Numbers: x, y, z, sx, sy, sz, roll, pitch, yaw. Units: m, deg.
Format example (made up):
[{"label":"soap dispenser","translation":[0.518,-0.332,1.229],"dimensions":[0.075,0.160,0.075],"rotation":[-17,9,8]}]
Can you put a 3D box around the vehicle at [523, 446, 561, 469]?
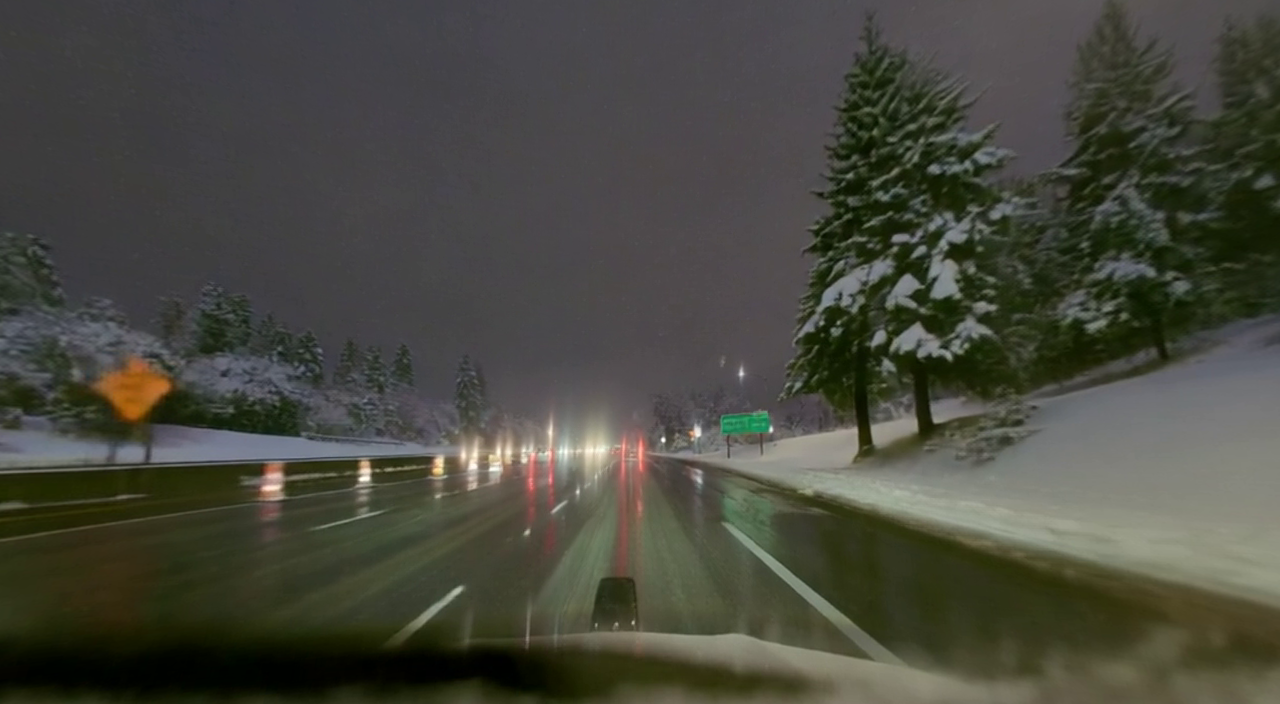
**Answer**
[{"label":"vehicle","translation":[-6.734,7.278,43.722],"dimensions":[1.997,1.507,4.248],"rotation":[0,-9,0]}]

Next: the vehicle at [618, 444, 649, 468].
[{"label":"vehicle","translation":[-0.446,7.385,44.999],"dimensions":[2.109,1.638,3.856],"rotation":[0,-9,-1]}]
